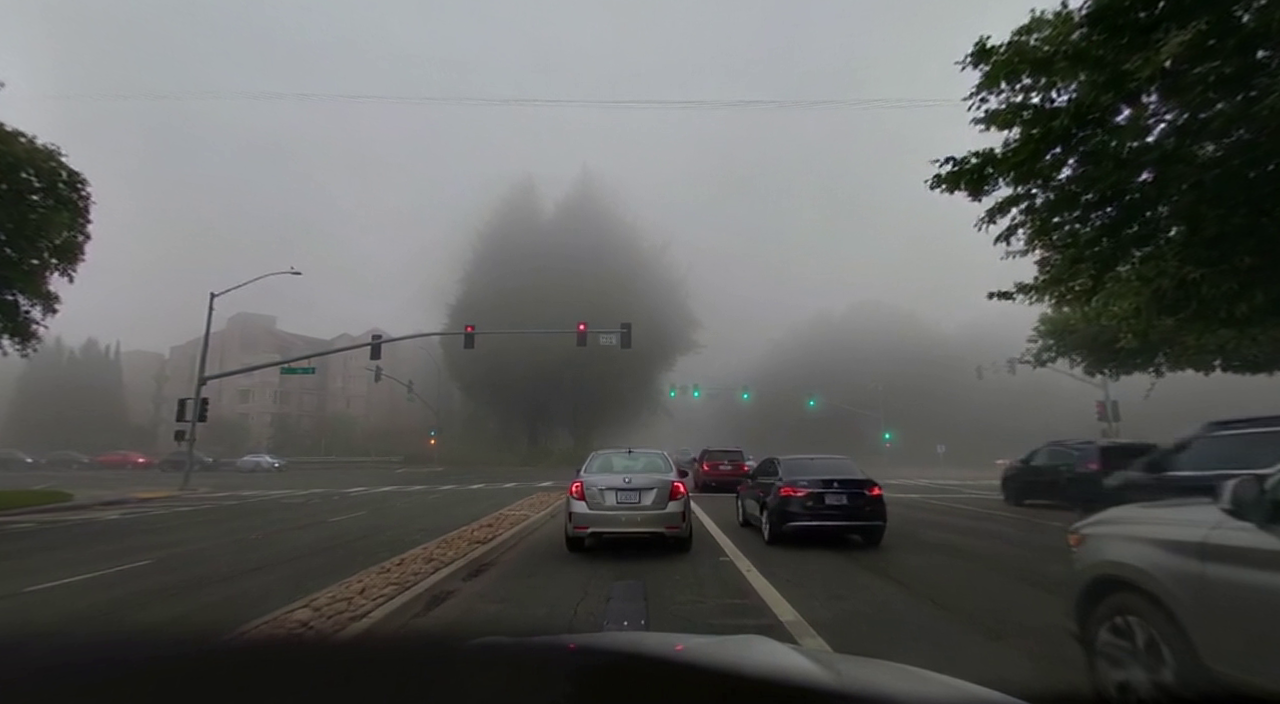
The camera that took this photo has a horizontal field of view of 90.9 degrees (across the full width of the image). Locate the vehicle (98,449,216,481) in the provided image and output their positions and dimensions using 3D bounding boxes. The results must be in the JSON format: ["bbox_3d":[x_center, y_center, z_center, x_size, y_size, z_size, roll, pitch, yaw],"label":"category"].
[{"bbox_3d":[-26.307,6.138,34.447,4.724,1.630,1.968,0,-9,-2],"label":"vehicle"}]

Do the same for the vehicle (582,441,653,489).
[{"bbox_3d":[-0.985,4.407,24.942,2.099,1.705,4.020,2,-9,-12],"label":"vehicle"}]

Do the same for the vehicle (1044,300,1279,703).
[{"bbox_3d":[2.855,0.524,0.410,2.115,1.737,4.642,0,-9,1],"label":"vehicle"}]

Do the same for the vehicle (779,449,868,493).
[{"bbox_3d":[6.570,4.289,23.127,1.900,1.440,4.466,0,-9,0],"label":"vehicle"}]

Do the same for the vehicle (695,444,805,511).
[{"bbox_3d":[2.662,3.164,16.437,2.009,1.480,4.423,0,-9,-1],"label":"vehicle"}]
